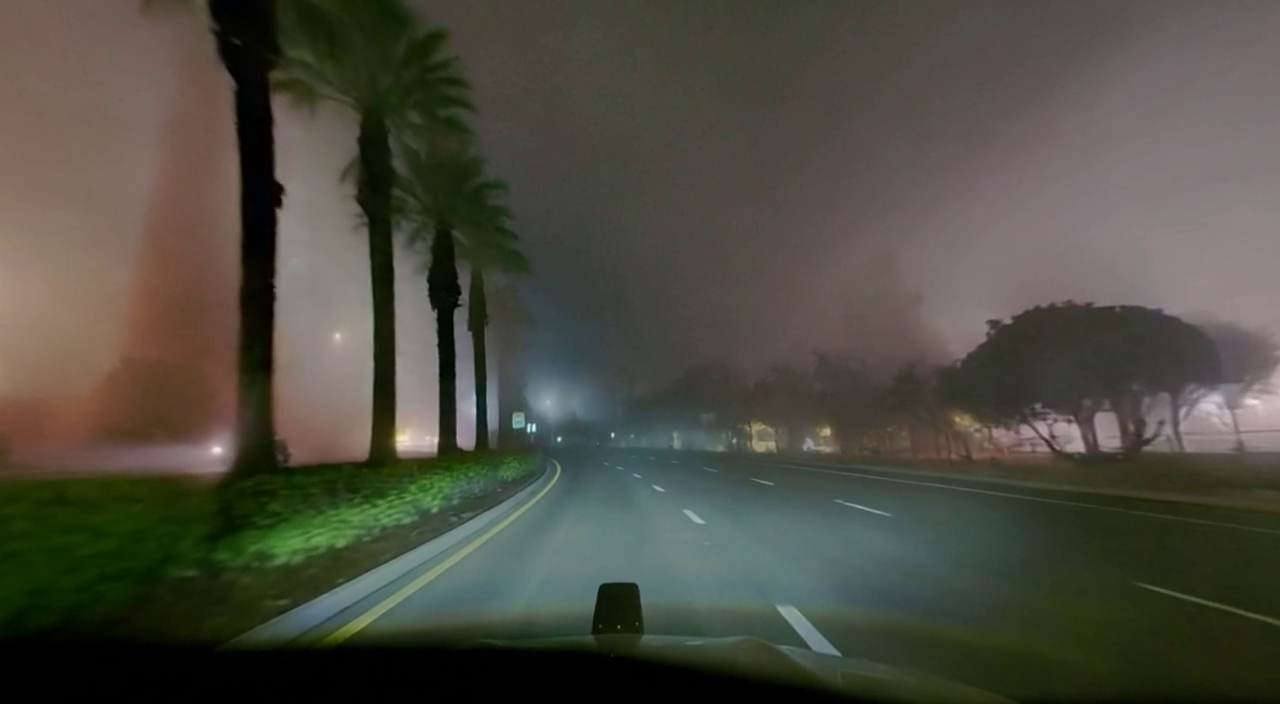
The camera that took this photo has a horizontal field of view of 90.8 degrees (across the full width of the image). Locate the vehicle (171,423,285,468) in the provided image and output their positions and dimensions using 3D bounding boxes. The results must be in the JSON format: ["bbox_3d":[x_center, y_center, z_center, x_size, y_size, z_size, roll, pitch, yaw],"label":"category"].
[{"bbox_3d":[-16.934,3.898,26.295,2.025,1.716,4.552,1,-9,-7],"label":"vehicle"}]
